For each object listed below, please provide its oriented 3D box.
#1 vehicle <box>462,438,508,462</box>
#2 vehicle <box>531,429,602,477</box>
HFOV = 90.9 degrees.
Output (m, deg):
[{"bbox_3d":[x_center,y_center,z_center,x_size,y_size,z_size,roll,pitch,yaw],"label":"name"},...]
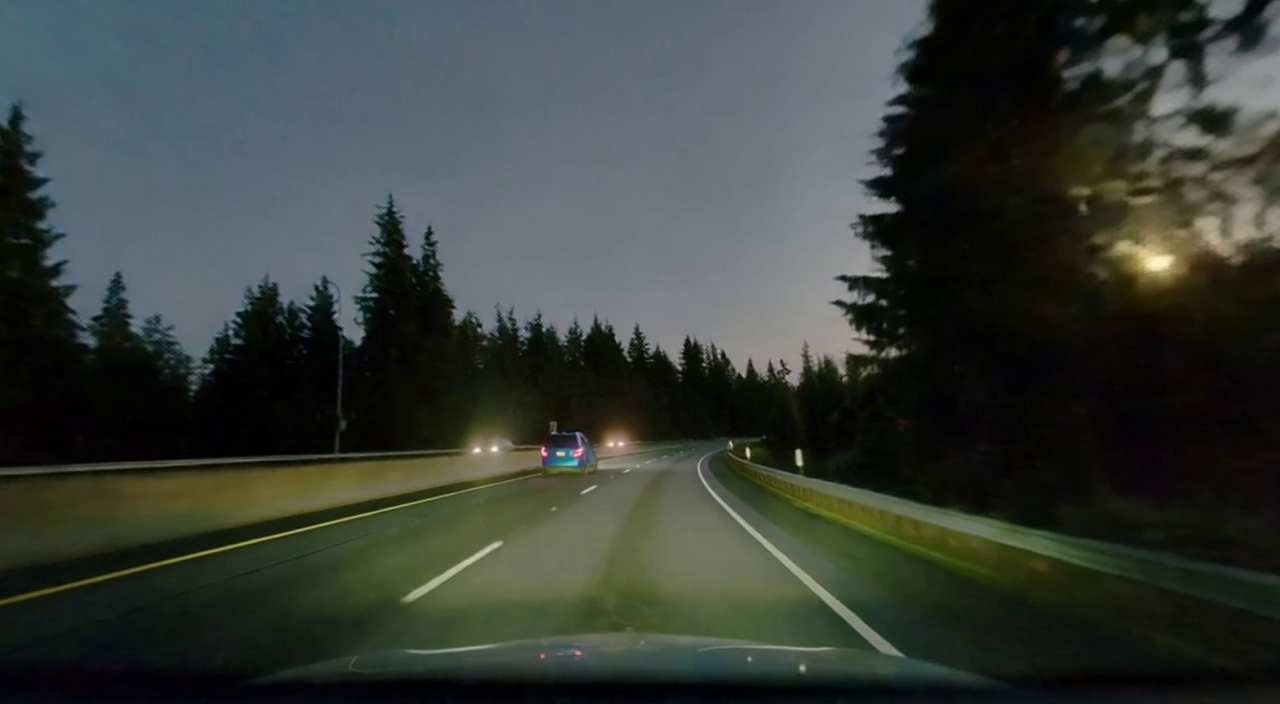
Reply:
[{"bbox_3d":[-10.723,6.804,43.914,1.916,1.506,4.401,-1,-8,3],"label":"vehicle"},{"bbox_3d":[-2.850,4.052,25.478,2.005,1.752,4.479,-1,-8,4],"label":"vehicle"}]
